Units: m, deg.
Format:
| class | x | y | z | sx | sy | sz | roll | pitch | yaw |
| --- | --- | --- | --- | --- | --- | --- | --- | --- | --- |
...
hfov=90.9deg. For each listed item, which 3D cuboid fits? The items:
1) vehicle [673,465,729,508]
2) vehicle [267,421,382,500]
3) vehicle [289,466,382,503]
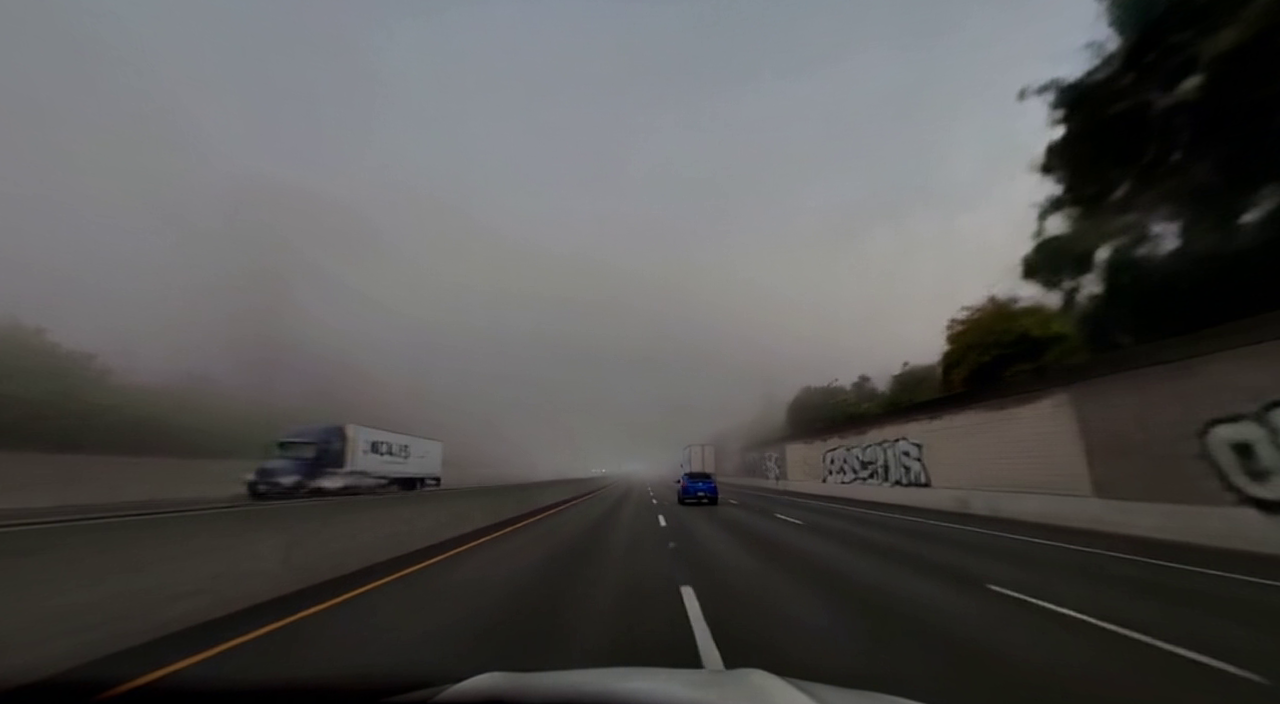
| class | x | y | z | sx | sy | sz | roll | pitch | yaw |
| --- | --- | --- | --- | --- | --- | --- | --- | --- | --- |
| vehicle | 2.544 | 5.704 | 27.001 | 2.011 | 1.574 | 3.512 | 2 | -10 | 0 |
| vehicle | -17.305 | 6.076 | 35.126 | 3.016 | 3.955 | 6.020 | 1 | -10 | 0 |
| vehicle | -13.529 | 5.912 | 28.321 | 1.914 | 1.479 | 4.291 | 1 | -11 | 1 |
